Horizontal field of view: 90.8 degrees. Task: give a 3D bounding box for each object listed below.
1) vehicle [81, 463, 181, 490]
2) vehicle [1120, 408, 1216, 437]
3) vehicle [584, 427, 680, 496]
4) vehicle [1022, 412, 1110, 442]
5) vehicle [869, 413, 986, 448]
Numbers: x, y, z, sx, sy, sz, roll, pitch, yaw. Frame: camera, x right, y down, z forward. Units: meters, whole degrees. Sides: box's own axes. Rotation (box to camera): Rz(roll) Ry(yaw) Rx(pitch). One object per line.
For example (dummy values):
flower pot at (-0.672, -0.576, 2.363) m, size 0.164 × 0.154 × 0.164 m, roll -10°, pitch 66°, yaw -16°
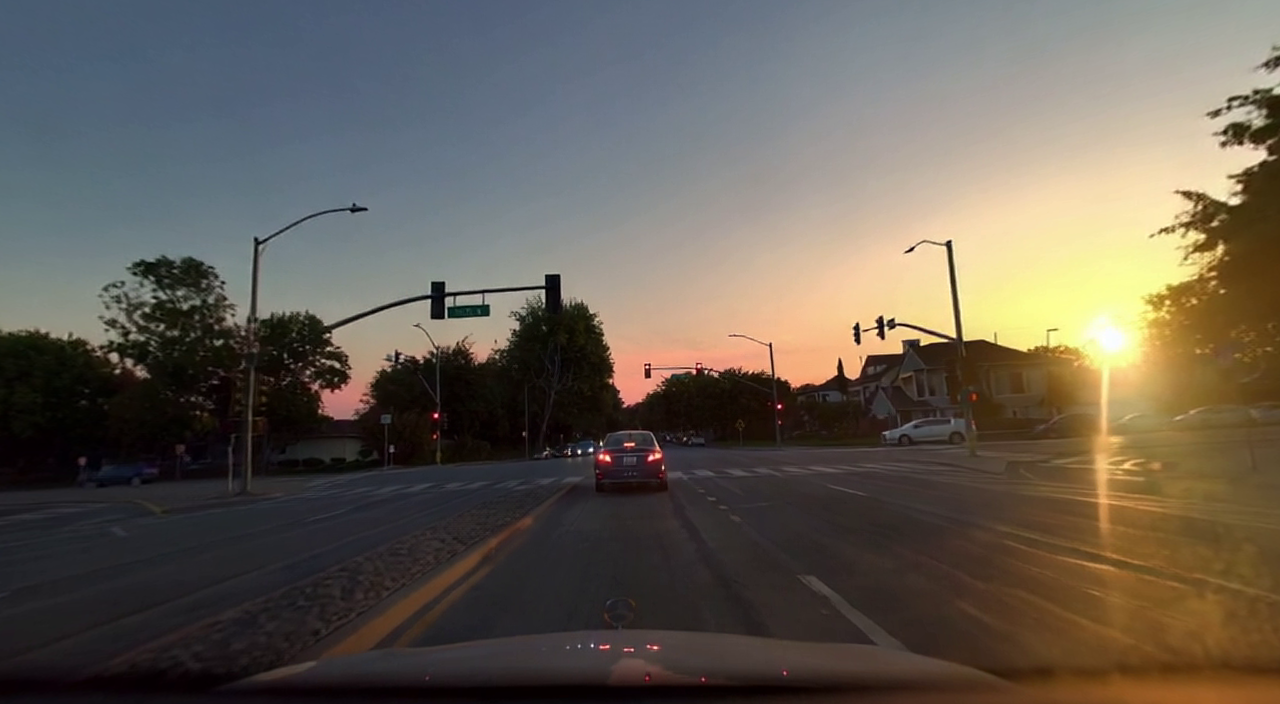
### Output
vehicle at (-35.918, 8.764, 44.688) m, size 5.009 × 1.739 × 2.092 m, roll 1°, pitch -8°, yaw -6°
vehicle at (35.916, 4.806, 43.068) m, size 4.735 × 1.784 × 2.094 m, roll 1°, pitch -7°, yaw -3°
vehicle at (-0.083, 2.887, 17.055) m, size 2.074 × 1.570 × 3.647 m, roll 0°, pitch -8°, yaw 7°
vehicle at (28.655, 5.095, 42.611) m, size 4.557 × 1.899 × 1.996 m, roll 1°, pitch -8°, yaw -5°
vehicle at (17.932, 4.924, 39.677) m, size 6.025 × 2.000 × 2.876 m, roll 1°, pitch -7°, yaw -2°
